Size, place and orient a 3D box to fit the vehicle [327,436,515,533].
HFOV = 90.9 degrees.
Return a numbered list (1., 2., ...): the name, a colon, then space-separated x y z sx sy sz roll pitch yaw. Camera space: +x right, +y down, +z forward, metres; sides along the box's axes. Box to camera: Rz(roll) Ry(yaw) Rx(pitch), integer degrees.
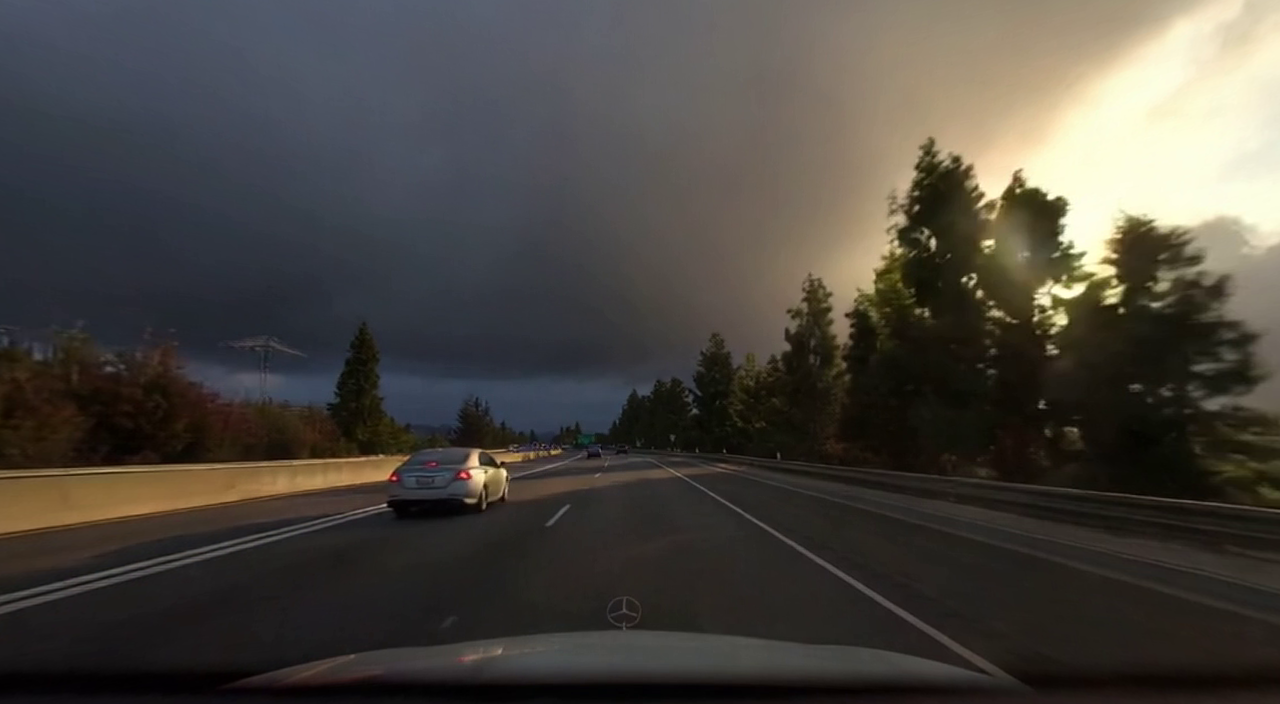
1. vehicle: -3.934 2.461 12.330 2.017 1.522 4.569 0 -9 0
